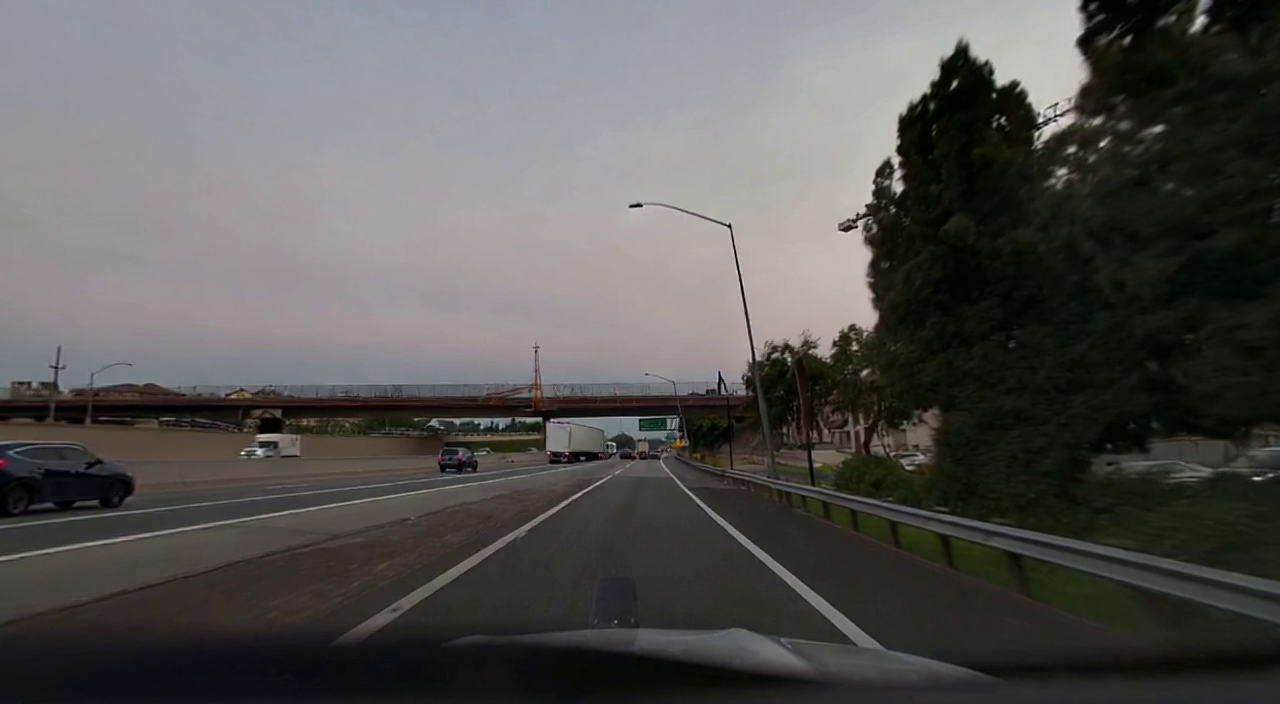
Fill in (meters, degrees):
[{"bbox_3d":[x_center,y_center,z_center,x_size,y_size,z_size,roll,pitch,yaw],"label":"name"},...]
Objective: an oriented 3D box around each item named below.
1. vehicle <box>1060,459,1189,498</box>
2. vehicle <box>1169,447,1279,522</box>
[{"bbox_3d":[22.936,5.998,30.055,4.487,1.718,1.883,0,-9,2],"label":"vehicle"},{"bbox_3d":[22.637,4.416,21.369,6.961,2.343,2.575,0,-9,1],"label":"vehicle"}]
